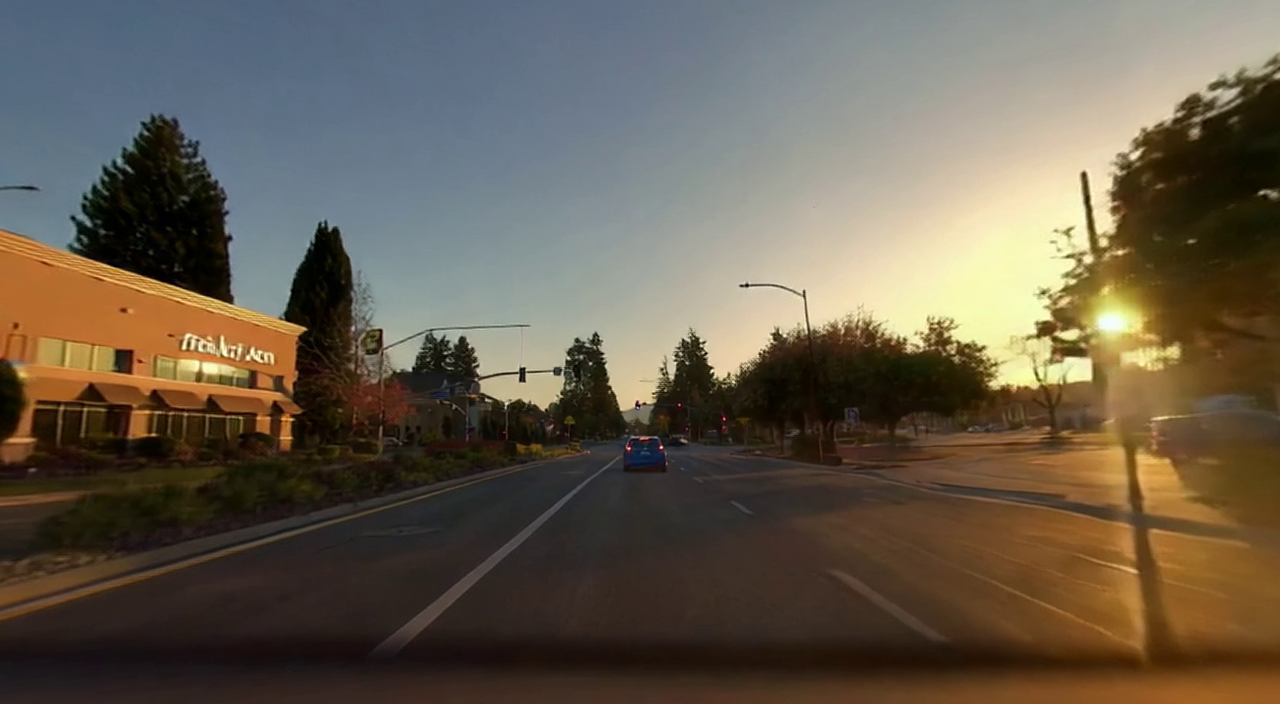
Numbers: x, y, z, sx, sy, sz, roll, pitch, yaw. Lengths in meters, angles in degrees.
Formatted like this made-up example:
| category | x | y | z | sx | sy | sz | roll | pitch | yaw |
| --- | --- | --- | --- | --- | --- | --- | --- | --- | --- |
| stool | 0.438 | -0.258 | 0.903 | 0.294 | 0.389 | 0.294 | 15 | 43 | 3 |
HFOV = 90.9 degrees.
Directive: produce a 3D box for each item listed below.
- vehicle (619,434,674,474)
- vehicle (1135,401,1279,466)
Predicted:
| category | x | y | z | sx | sy | sz | roll | pitch | yaw |
| --- | --- | --- | --- | --- | --- | --- | --- | --- | --- |
| vehicle | 0.182 | 4.104 | 25.636 | 2.028 | 1.478 | 4.545 | 0 | -8 | -1 |
| vehicle | 23.258 | 3.224 | 24.626 | 2.647 | 2.185 | 6.556 | -1 | -8 | 2 |
